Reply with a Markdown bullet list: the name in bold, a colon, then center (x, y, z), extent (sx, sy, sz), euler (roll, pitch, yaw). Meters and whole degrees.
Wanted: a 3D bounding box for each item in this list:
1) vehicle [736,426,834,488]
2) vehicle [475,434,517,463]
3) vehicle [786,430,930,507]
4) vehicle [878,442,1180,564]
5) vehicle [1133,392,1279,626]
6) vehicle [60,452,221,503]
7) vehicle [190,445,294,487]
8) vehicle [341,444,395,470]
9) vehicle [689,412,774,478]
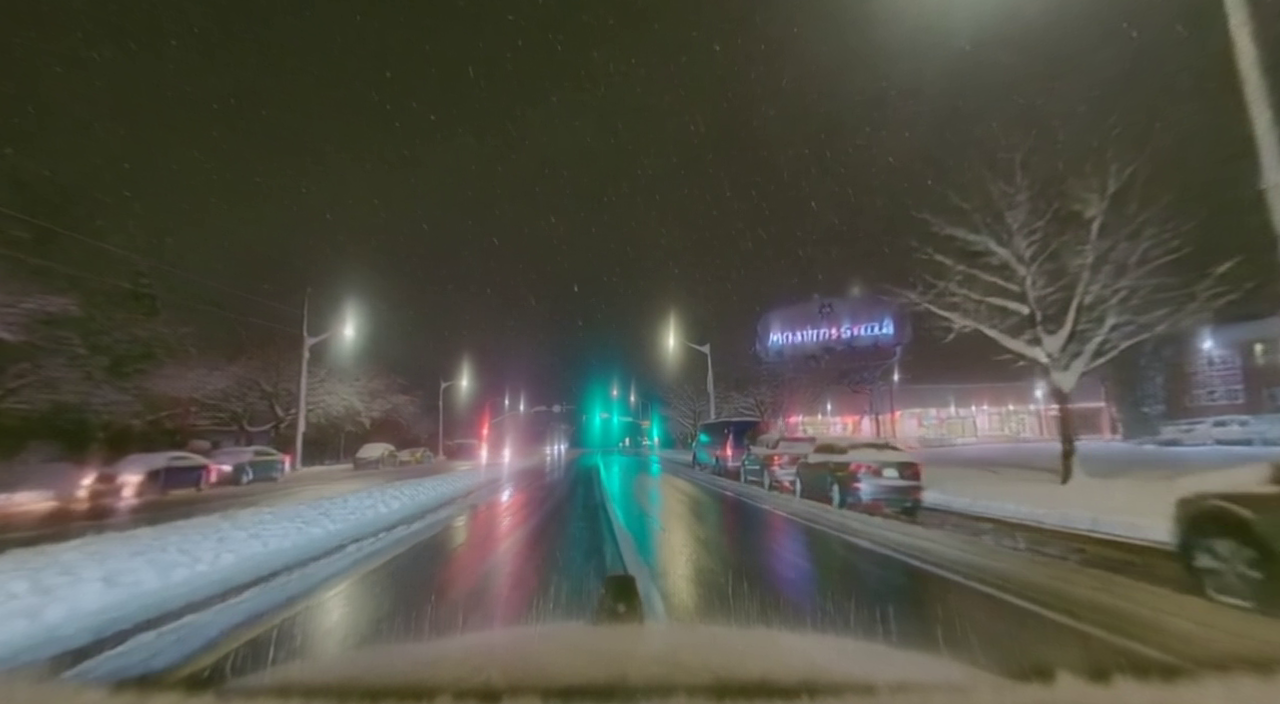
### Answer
- **vehicle**: center (5.136, 3.807, 23.200), extent (2.002, 2.010, 5.145), euler (1, -8, -5)
- **vehicle**: center (-10.604, 7.125, 46.684), extent (2.235, 2.023, 4.923), euler (1, -8, -4)
- **vehicle**: center (5.578, 3.030, 16.834), extent (1.952, 1.771, 4.385), euler (1, -8, -5)
- **vehicle**: center (5.758, 2.232, 10.237), extent (1.902, 1.494, 4.622), euler (0, -8, -1)
- **vehicle**: center (6.373, 1.070, 3.700), extent (2.092, 1.887, 5.632), euler (1, -8, -4)
- **vehicle**: center (-17.049, 4.261, 21.852), extent (2.036, 1.478, 4.615), euler (0, -8, -4)
- **vehicle**: center (-17.489, 4.984, 27.935), extent (1.928, 1.718, 4.279), euler (0, -8, -3)
- **vehicle**: center (-18.509, 7.161, 43.086), extent (2.021, 1.695, 4.372), euler (1, -8, -4)
- **vehicle**: center (4.378, 4.584, 31.477), extent (2.739, 2.866, 6.142), euler (-1, -7, -5)
